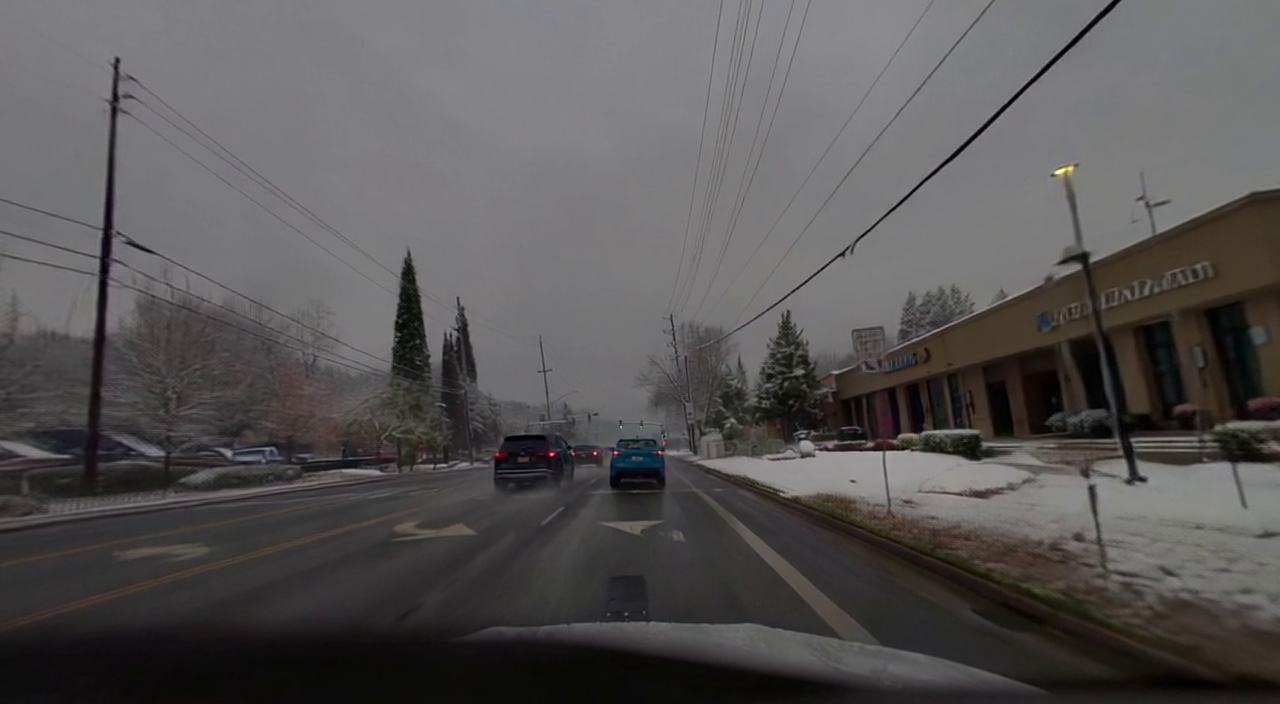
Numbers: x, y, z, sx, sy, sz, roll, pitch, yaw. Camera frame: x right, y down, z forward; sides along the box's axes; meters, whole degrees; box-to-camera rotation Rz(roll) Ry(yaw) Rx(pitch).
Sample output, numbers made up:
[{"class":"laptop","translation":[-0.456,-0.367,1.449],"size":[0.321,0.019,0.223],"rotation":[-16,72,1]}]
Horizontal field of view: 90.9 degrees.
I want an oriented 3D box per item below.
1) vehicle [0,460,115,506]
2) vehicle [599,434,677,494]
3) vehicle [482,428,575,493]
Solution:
[{"class":"vehicle","translation":[-23.328,4.990,24.359],"size":[1.862,1.468,4.708],"rotation":[0,-8,3]},{"class":"vehicle","translation":[-0.056,3.358,19.248],"size":[2.108,1.612,4.246],"rotation":[0,-8,0]},{"class":"vehicle","translation":[-3.498,3.524,20.950],"size":[2.064,1.859,5.154],"rotation":[0,-8,1]}]
